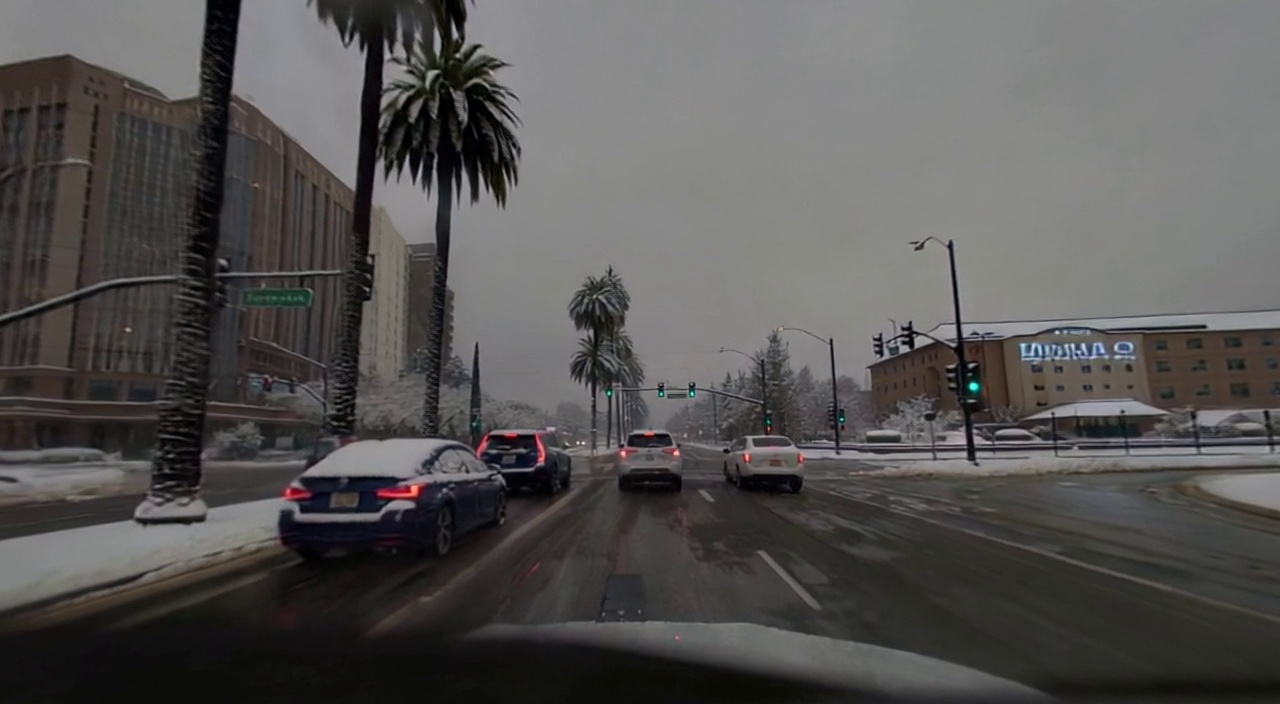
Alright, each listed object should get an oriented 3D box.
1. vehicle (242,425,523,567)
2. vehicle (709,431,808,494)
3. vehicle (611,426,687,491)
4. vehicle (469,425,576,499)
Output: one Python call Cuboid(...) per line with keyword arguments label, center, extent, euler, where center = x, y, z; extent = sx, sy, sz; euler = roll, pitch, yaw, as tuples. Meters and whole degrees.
Cuboid(label="vehicle", center=(-3.155, 1.863, 9.014), extent=(1.962, 1.480, 4.605), euler=(0, -9, 2))
Cuboid(label="vehicle", center=(3.192, 3.058, 17.805), extent=(1.936, 1.567, 3.896), euler=(0, -9, -1))
Cuboid(label="vehicle", center=(0.258, 3.224, 19.412), extent=(2.060, 1.730, 4.257), euler=(0, -8, 1))
Cuboid(label="vehicle", center=(-2.971, 2.897, 16.925), extent=(1.938, 1.713, 4.048), euler=(0, -9, 2))
